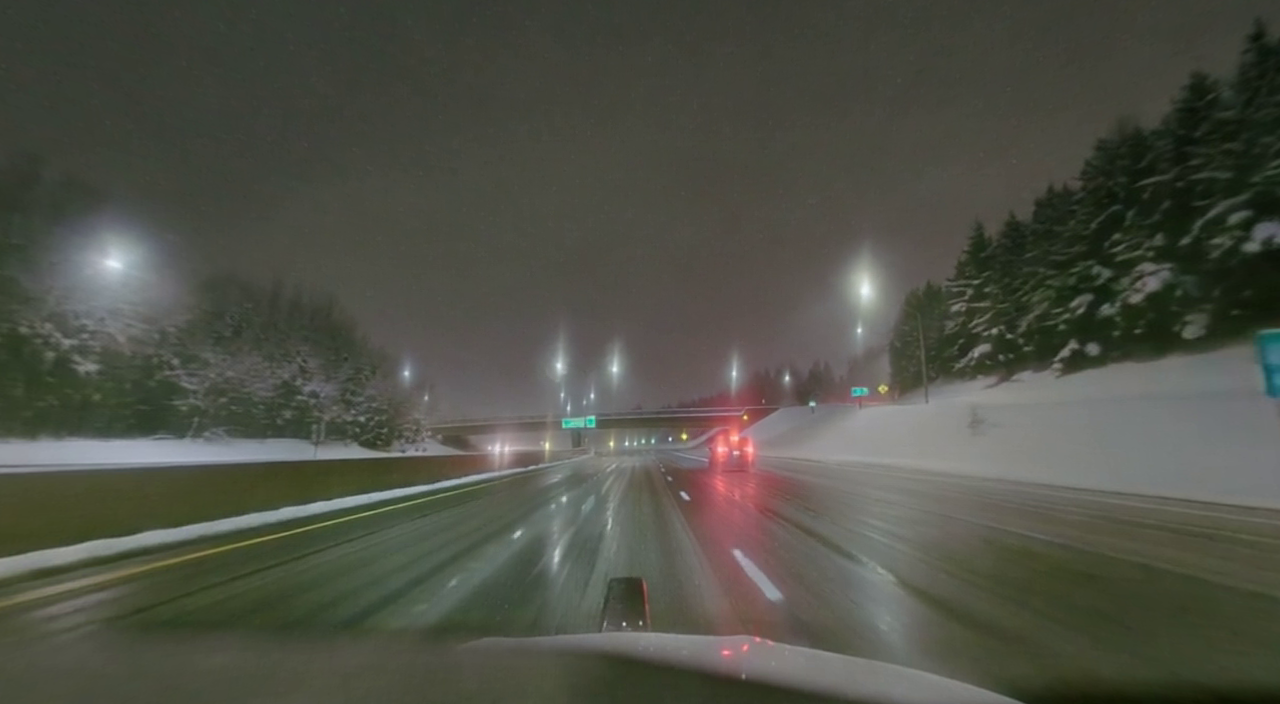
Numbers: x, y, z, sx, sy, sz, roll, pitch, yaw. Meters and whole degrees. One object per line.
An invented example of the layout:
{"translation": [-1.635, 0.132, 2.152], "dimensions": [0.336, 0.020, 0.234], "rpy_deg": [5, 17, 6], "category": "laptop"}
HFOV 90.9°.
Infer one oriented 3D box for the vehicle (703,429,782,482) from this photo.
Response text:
{"translation": [3.557, 3.722, 22.894], "dimensions": [2.039, 1.701, 4.834], "rpy_deg": [0, -9, 0], "category": "vehicle"}
